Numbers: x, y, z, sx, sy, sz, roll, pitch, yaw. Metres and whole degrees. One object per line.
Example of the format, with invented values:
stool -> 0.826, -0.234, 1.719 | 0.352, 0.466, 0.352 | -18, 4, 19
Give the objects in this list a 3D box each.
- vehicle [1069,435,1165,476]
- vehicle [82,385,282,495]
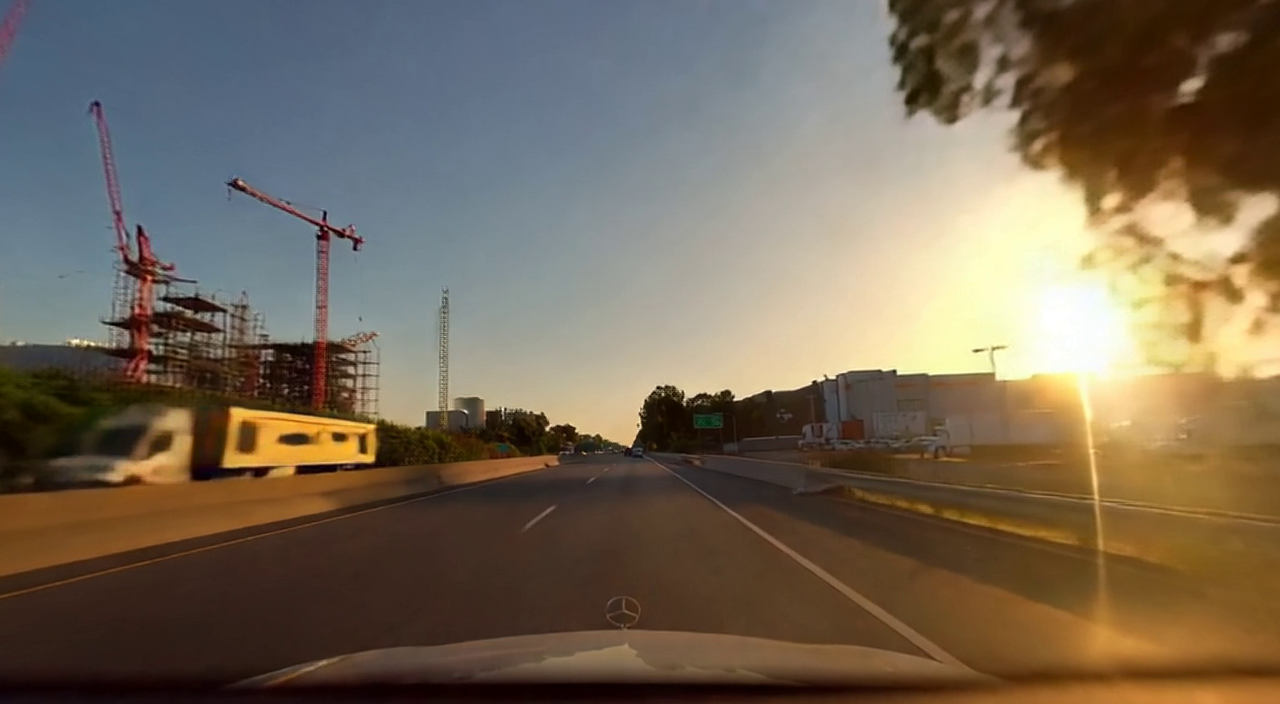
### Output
vehicle -> 34.758, 7.586, 46.151 | 4.454, 2.856, 3.037 | -1, -9, 4
vehicle -> -17.031, 3.391, 24.130 | 3.004, 3.663, 5.895 | 0, -9, 0
